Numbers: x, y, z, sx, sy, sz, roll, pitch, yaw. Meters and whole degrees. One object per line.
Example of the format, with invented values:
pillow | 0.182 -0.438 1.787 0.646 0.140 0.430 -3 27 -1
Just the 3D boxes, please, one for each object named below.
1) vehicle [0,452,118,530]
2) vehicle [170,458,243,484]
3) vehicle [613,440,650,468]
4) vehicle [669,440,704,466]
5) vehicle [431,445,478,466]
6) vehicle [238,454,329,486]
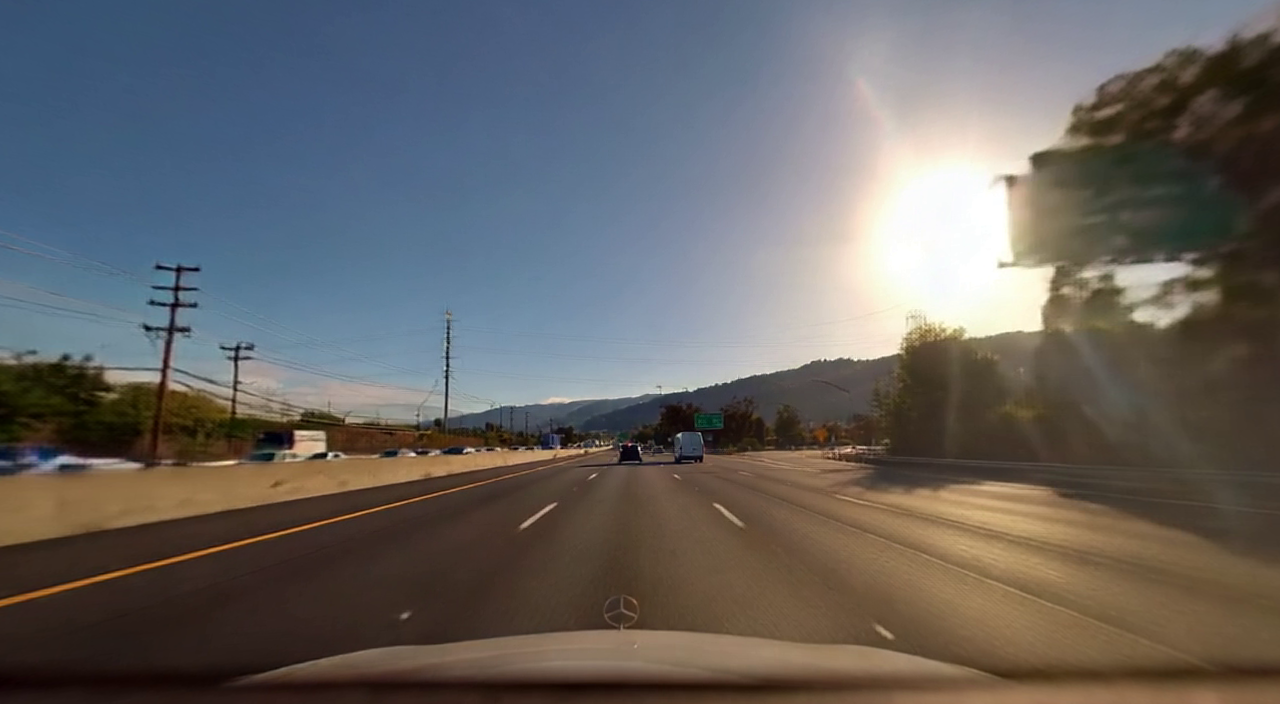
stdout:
vehicle | -13.435 2.774 12.689 1.969 1.481 4.595 0 -9 0
vehicle | -28.158 7.730 41.208 1.900 1.551 3.993 0 -9 -1
vehicle | -0.574 6.763 41.860 2.325 1.712 4.592 0 -9 -1
vehicle | 3.243 7.202 45.095 2.036 1.796 4.470 0 -9 -2
vehicle | -13.998 7.860 47.966 2.147 1.528 4.437 0 -9 0
vehicle | -17.760 5.857 31.773 1.966 1.450 4.456 0 -9 0
